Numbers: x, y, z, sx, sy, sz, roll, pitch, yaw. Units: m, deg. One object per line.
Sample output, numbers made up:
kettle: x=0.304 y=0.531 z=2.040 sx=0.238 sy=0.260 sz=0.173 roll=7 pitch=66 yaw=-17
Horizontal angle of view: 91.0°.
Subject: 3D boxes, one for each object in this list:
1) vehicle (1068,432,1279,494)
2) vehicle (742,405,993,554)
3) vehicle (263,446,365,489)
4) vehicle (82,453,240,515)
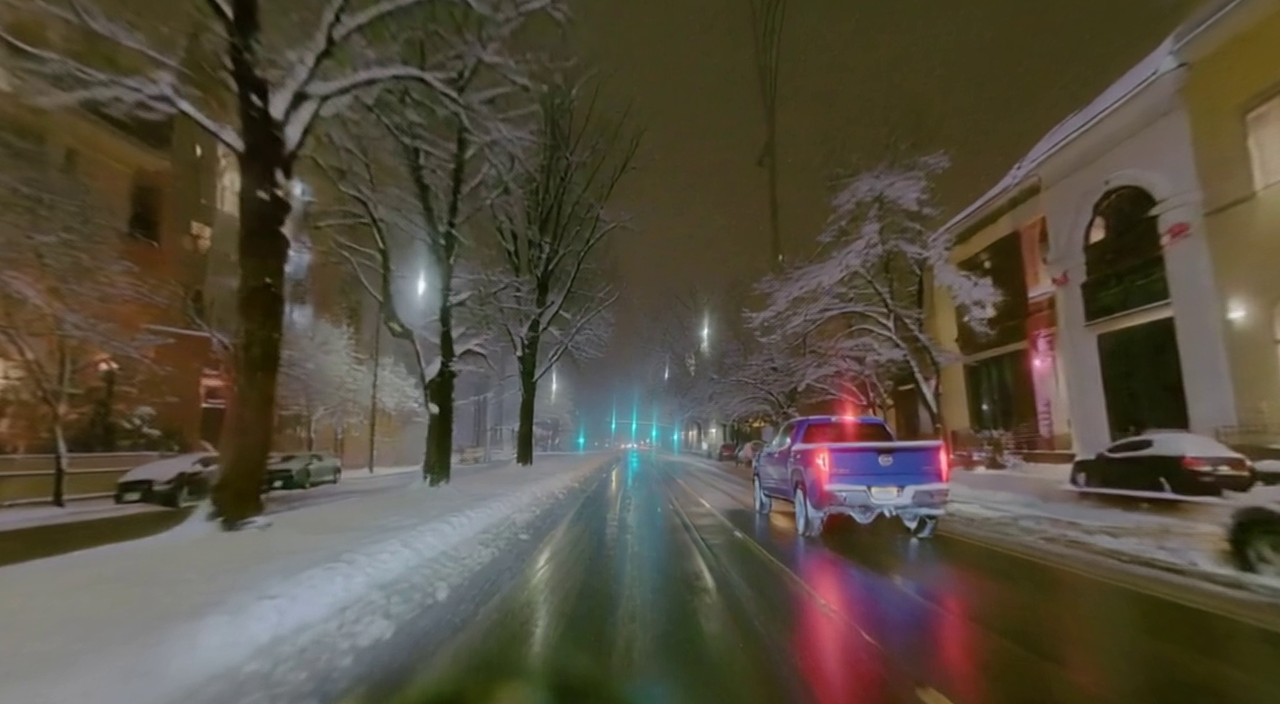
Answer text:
vehicle: x=14.789 y=3.072 z=17.596 sx=4.083 sy=1.505 sz=1.971 roll=-2 pitch=-8 yaw=2
vehicle: x=3.253 y=1.977 z=10.523 sx=2.085 sy=1.828 sz=5.383 roll=0 pitch=-9 yaw=-1
vehicle: x=-15.680 y=5.546 z=30.661 sx=2.097 sy=1.852 sz=5.090 roll=-1 pitch=-9 yaw=2
vehicle: x=-16.064 y=4.397 z=21.510 sx=1.919 sy=1.616 sz=4.723 roll=-5 pitch=-8 yaw=-3
